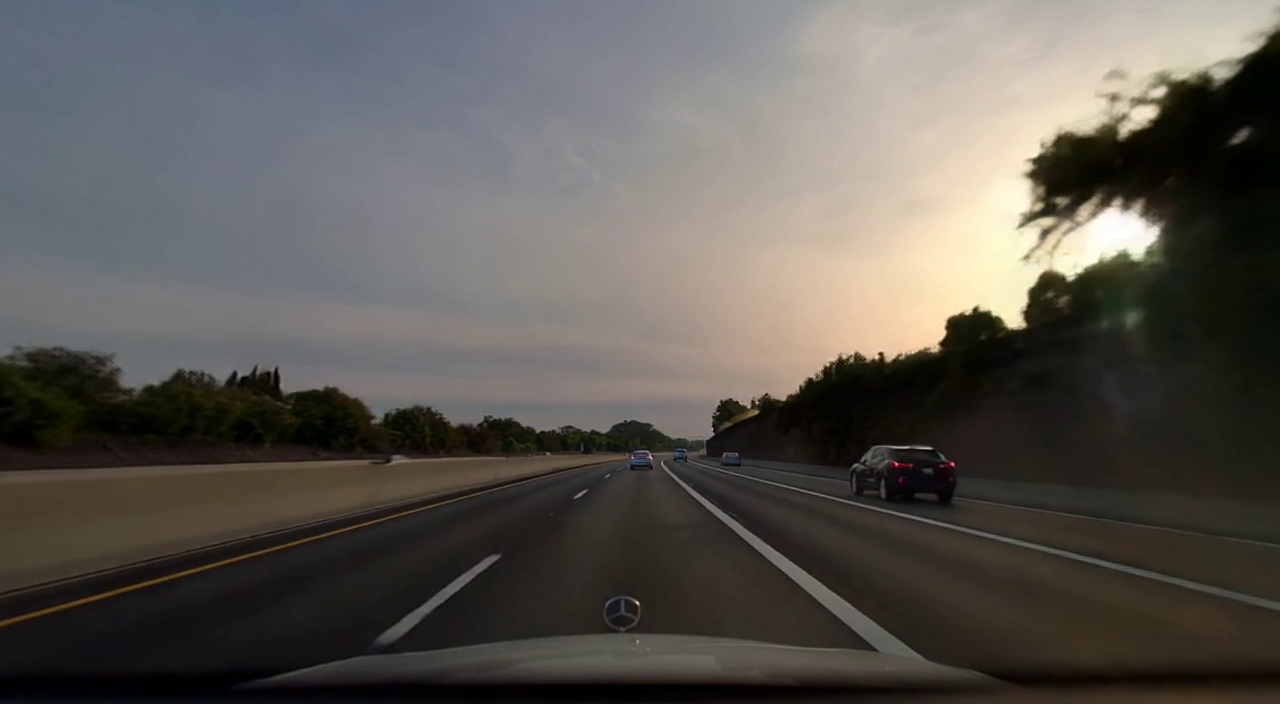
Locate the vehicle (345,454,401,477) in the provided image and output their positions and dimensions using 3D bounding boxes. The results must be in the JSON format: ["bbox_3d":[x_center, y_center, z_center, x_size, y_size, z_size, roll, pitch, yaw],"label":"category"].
[{"bbox_3d":[-19.058,8.095,44.990,1.958,1.491,4.516,-1,-9,2],"label":"vehicle"}]

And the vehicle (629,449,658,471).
[{"bbox_3d":[0.270,7.924,46.156,2.025,1.526,4.181,-1,-9,1],"label":"vehicle"}]

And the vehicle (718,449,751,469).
[{"bbox_3d":[7.332,8.294,48.839,1.941,1.485,3.701,0,-9,-1],"label":"vehicle"}]

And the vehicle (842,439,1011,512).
[{"bbox_3d":[6.868,2.992,15.699,2.008,1.533,4.592,0,-9,-1],"label":"vehicle"}]
